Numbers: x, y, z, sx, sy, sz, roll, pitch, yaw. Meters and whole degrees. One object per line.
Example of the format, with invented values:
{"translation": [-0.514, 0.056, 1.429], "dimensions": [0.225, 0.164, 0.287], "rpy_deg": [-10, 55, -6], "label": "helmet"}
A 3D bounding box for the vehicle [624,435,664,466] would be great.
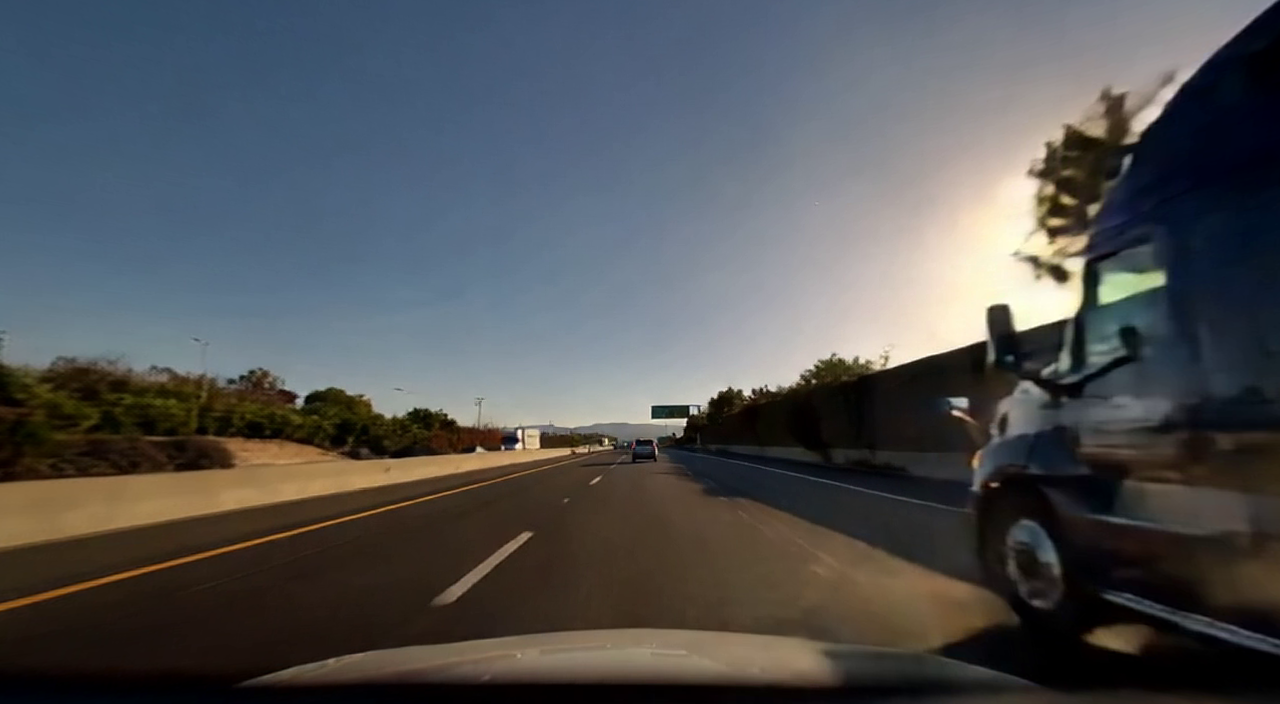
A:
{"translation": [0.228, 5.619, 35.942], "dimensions": [2.111, 1.635, 4.177], "rpy_deg": [0, -8, 0], "label": "vehicle"}
